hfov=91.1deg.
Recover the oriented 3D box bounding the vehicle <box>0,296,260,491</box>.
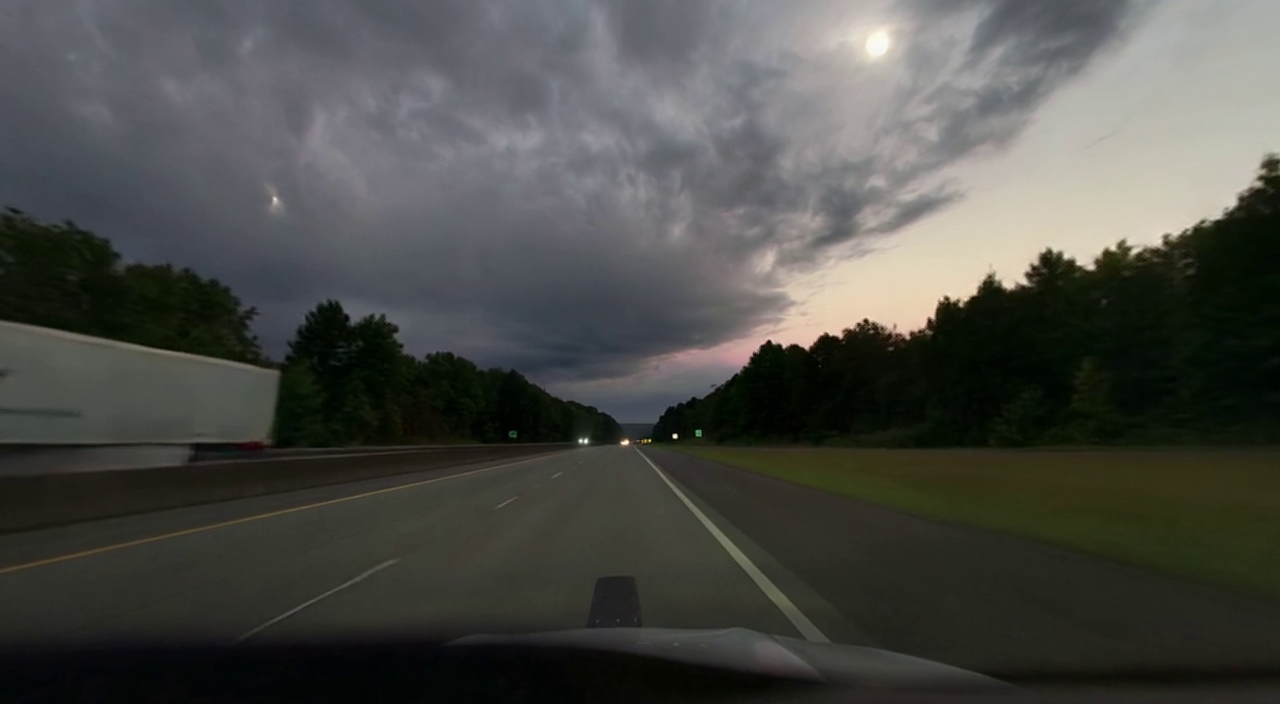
[{"bbox_3d":[-15.193,1.169,15.342,3.113,4.106,14.185,0,-8,-1],"label":"vehicle"}]
